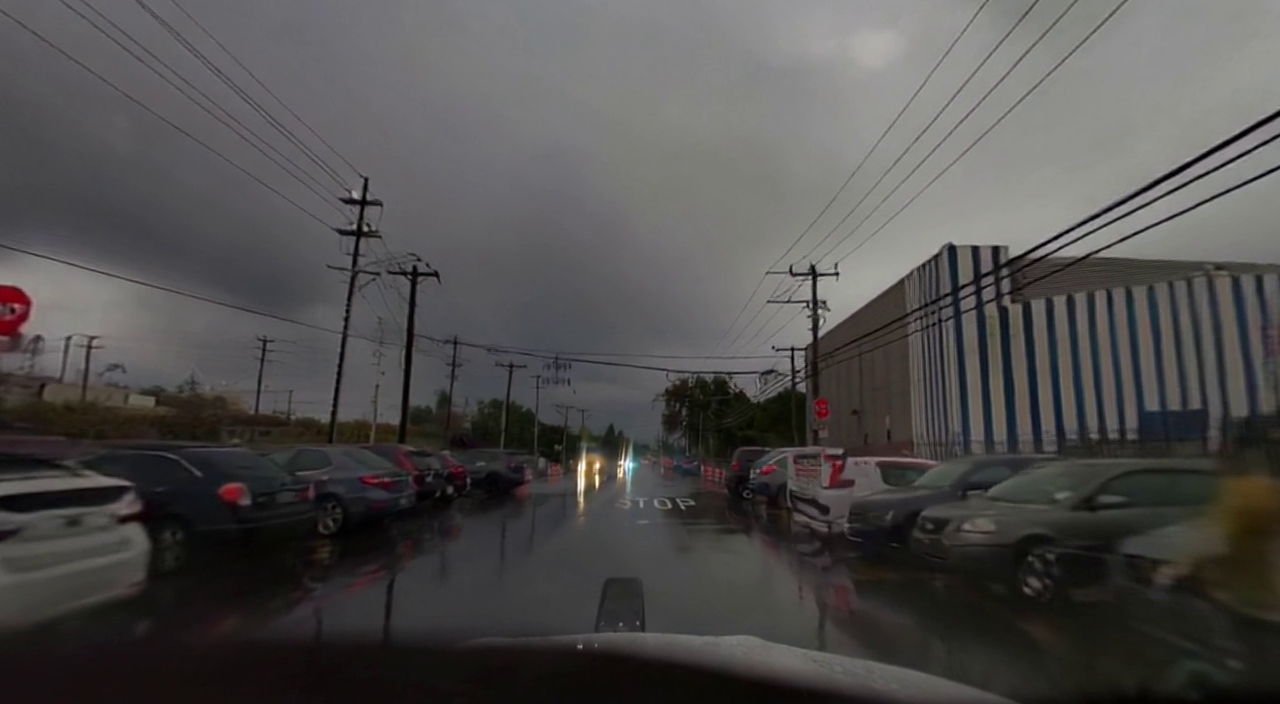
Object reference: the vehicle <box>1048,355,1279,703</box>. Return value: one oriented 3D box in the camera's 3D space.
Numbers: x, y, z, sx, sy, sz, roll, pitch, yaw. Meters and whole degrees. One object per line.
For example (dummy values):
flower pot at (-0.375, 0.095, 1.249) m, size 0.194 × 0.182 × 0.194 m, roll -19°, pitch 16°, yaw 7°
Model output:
vehicle at (4.534, 0.970, 2.712) m, size 4.100 × 1.546 × 2.092 m, roll 3°, pitch -12°, yaw 1°

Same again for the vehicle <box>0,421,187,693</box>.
vehicle at (-6.110, 1.207, 3.906) m, size 5.099 × 1.491 × 1.868 m, roll 0°, pitch -9°, yaw -1°

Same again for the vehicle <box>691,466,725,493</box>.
vehicle at (5.041, 9.534, 47.368) m, size 2.007 × 1.804 × 4.136 m, roll 0°, pitch -9°, yaw -2°

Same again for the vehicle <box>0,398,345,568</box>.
vehicle at (-6.556, 1.587, 7.995) m, size 4.515 × 1.689 × 1.942 m, roll 4°, pitch -11°, yaw -2°
